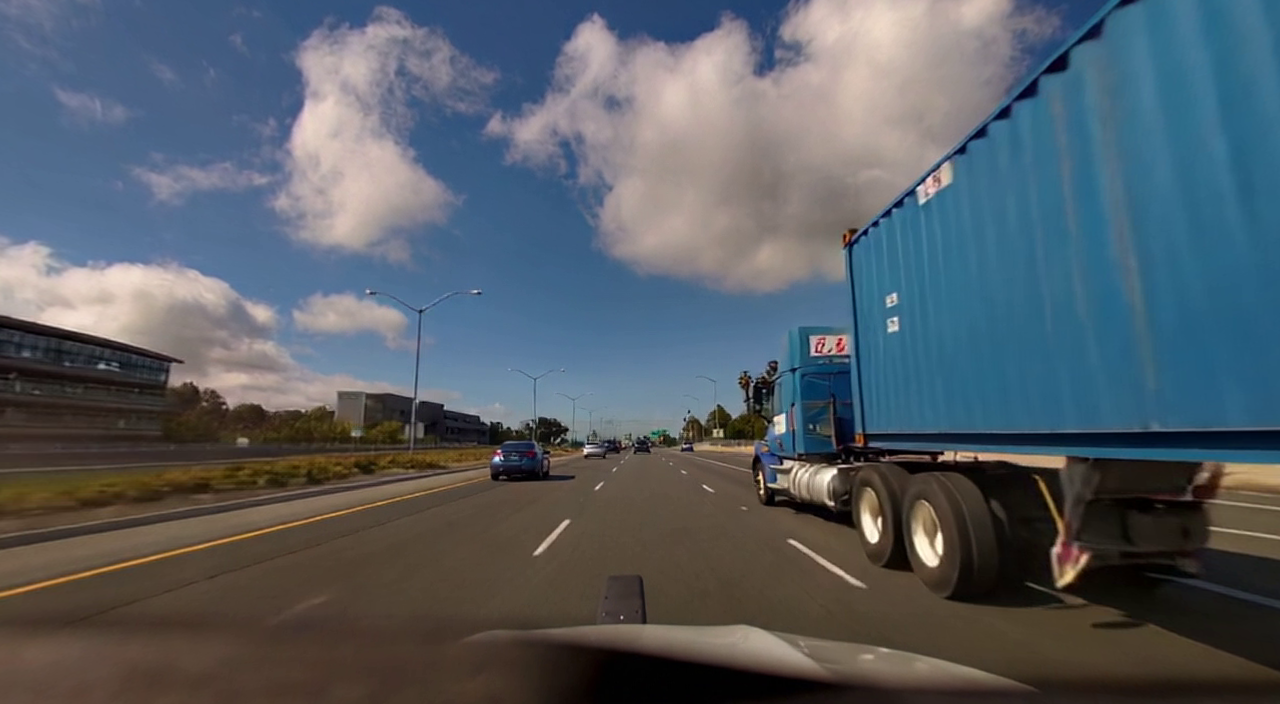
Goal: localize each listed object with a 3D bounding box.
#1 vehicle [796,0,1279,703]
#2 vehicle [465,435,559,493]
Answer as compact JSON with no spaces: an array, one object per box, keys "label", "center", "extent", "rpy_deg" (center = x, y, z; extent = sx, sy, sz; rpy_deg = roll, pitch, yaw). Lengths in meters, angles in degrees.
[{"label":"vehicle","center":[3.920,-0.193,3.348],"extent":[2.893,3.992,13.605],"rpy_deg":[0,-8,1]},{"label":"vehicle","center":[-3.713,3.333,19.043],"extent":[1.954,1.528,4.010],"rpy_deg":[0,-9,1]}]
